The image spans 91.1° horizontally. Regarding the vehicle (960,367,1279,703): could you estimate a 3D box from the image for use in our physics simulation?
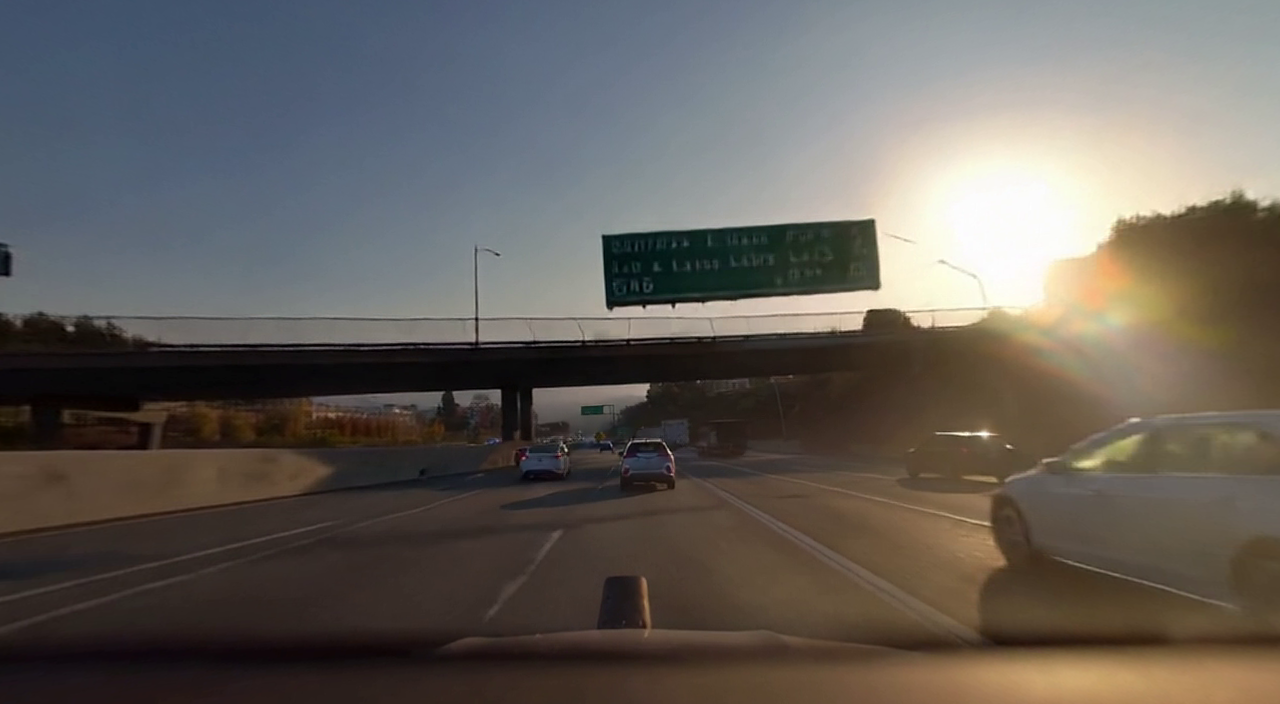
[{"bbox_3d":[4.075,0.991,3.599,2.210,1.625,4.249,0,-9,0],"label":"vehicle"}]

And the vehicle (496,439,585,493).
[{"bbox_3d":[-3.019,3.577,20.153,2.011,1.510,4.698,0,-9,1],"label":"vehicle"}]

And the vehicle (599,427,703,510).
[{"bbox_3d":[0.206,2.659,14.739,2.099,1.640,4.134,0,-9,0],"label":"vehicle"}]
